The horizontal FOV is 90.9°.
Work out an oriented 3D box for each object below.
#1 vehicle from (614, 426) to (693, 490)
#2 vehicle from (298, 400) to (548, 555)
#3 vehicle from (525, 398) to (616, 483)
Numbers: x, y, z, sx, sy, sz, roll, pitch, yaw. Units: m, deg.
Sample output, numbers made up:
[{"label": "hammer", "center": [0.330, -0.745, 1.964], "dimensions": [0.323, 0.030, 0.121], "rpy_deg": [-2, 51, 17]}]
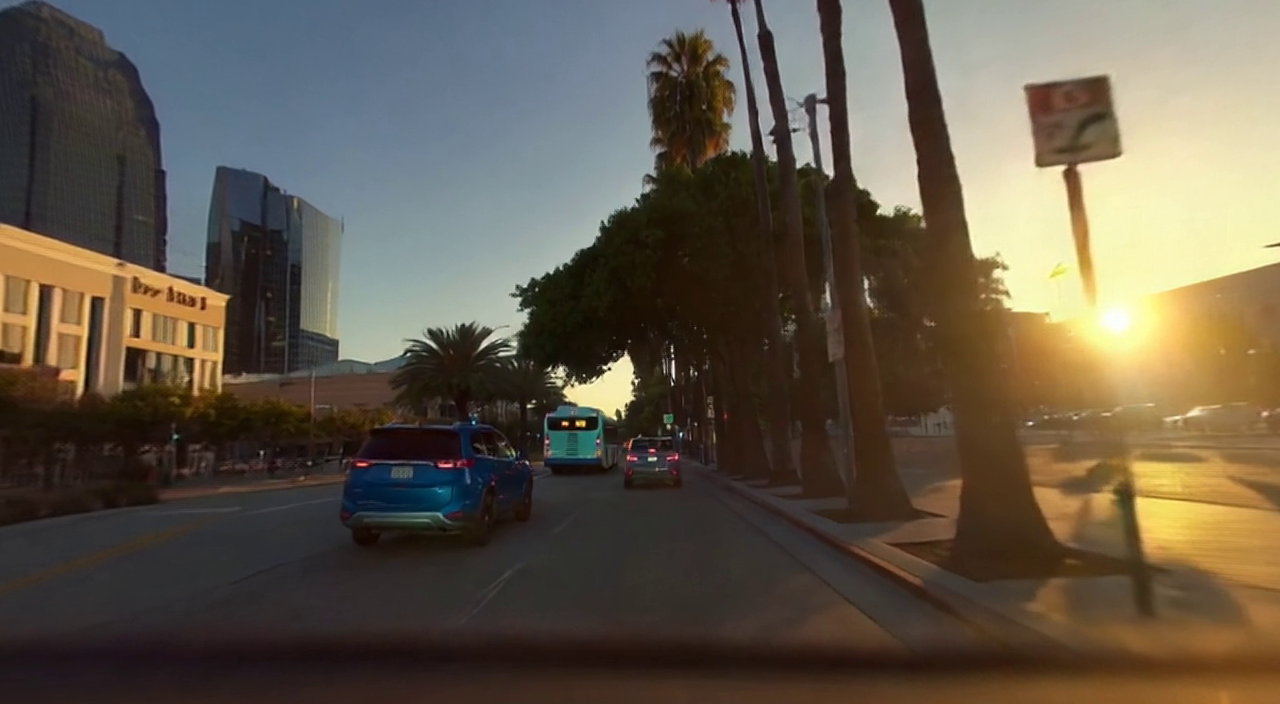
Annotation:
[{"label": "vehicle", "center": [0.377, 3.164, 19.087], "dimensions": [2.120, 1.727, 3.917], "rpy_deg": [0, -8, 0]}, {"label": "vehicle", "center": [-2.882, 1.802, 9.721], "dimensions": [2.124, 1.799, 4.587], "rpy_deg": [0, -8, 1]}, {"label": "vehicle", "center": [-2.701, 3.837, 27.229], "dimensions": [2.775, 3.064, 8.297], "rpy_deg": [0, -8, 1]}]
